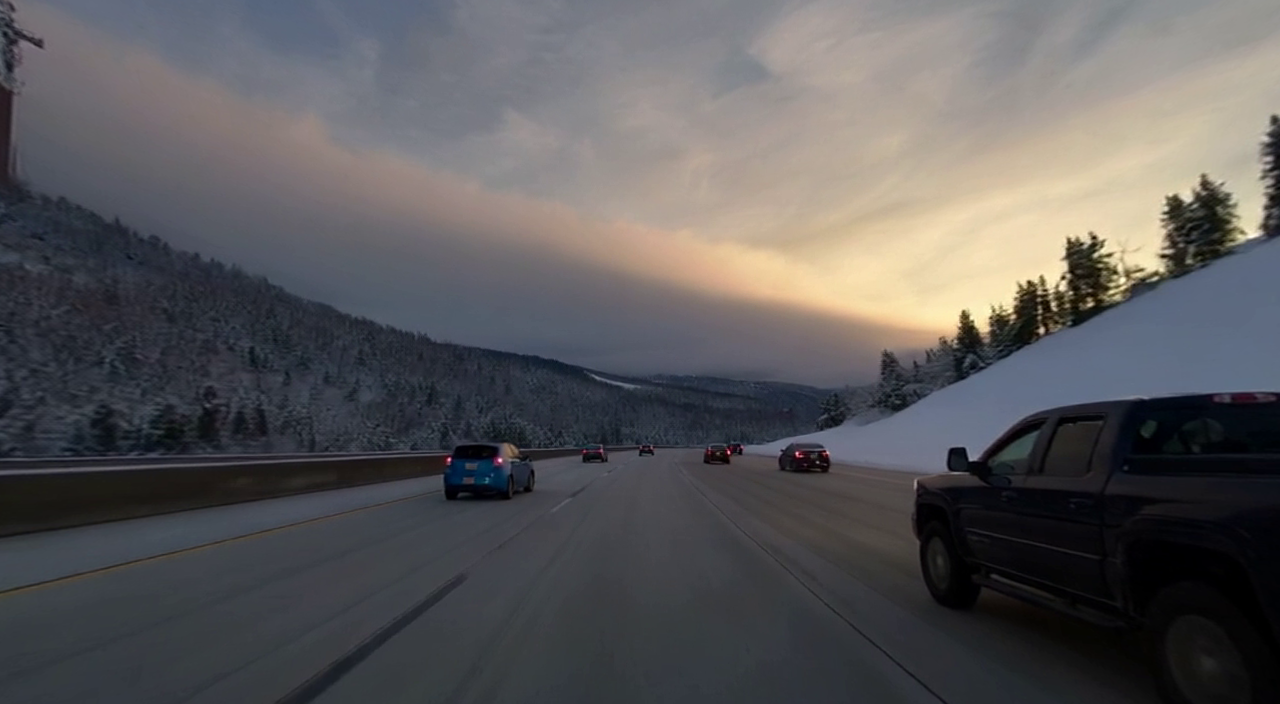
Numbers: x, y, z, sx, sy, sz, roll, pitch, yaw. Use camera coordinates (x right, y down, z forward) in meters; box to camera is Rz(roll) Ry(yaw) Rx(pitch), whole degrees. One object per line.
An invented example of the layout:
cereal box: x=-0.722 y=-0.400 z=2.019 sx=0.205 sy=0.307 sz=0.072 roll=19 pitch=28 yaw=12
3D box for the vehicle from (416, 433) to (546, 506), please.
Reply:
vehicle: x=-3.932 y=2.991 z=16.540 sx=2.113 sy=1.636 sz=4.494 roll=-1 pitch=-8 yaw=2

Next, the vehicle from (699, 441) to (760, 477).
vehicle: x=3.949 y=4.782 z=28.553 sx=2.046 sy=1.471 sz=4.333 roll=0 pitch=-8 yaw=-1

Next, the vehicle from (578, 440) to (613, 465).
vehicle: x=-3.065 y=7.030 z=44.337 sx=2.021 sy=1.679 sz=4.310 roll=-1 pitch=-8 yaw=2

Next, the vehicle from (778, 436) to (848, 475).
vehicle: x=7.873 y=4.744 z=29.123 sx=1.986 sy=1.633 sz=4.430 roll=0 pitch=-8 yaw=0

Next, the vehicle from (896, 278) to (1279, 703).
vehicle: x=3.401 y=0.823 z=3.147 sx=2.098 sy=1.925 sz=5.171 roll=0 pitch=-8 yaw=1
